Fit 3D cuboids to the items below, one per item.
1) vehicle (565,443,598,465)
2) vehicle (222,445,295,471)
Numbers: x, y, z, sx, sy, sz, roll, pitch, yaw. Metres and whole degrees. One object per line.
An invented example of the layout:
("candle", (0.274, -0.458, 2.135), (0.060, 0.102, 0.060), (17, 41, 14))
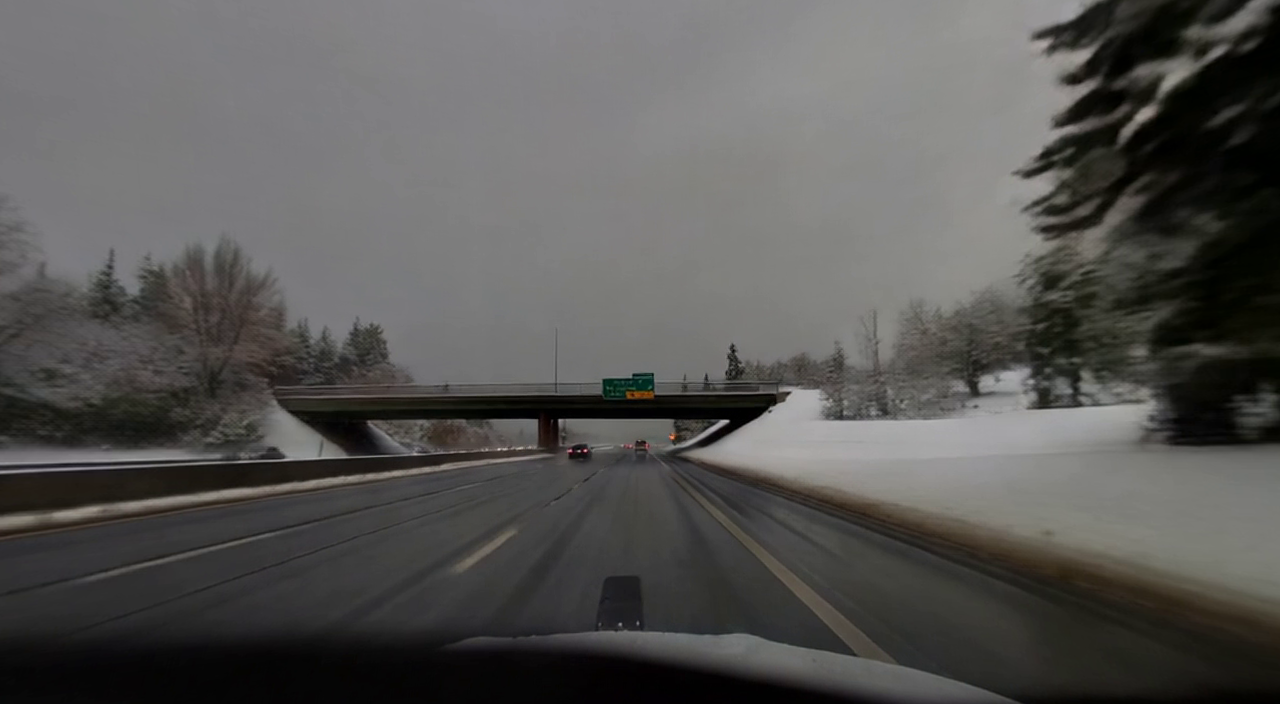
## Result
("vehicle", (-4.245, 7.505, 46.458), (1.916, 1.545, 4.757), (0, -9, 0))
("vehicle", (-28.347, 7.855, 46.995), (2.055, 1.796, 5.247), (0, -9, 1))
